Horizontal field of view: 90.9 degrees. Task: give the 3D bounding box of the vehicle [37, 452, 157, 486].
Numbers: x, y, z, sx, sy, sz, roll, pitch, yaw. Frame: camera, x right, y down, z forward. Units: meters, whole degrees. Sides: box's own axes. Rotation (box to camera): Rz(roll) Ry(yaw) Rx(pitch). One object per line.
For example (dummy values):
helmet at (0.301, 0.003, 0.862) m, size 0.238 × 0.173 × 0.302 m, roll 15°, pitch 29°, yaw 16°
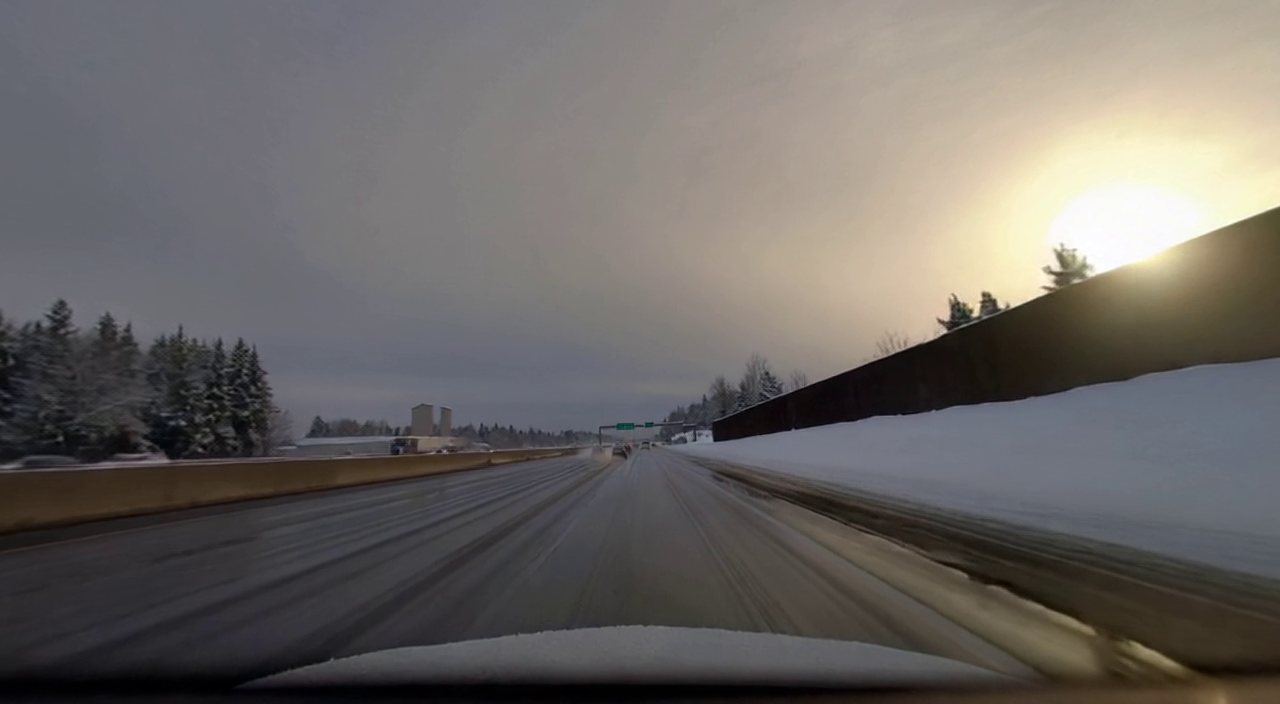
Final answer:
vehicle at (-28.136, 6.039, 32.929) m, size 1.893 × 1.522 × 4.847 m, roll 0°, pitch -8°, yaw 1°
